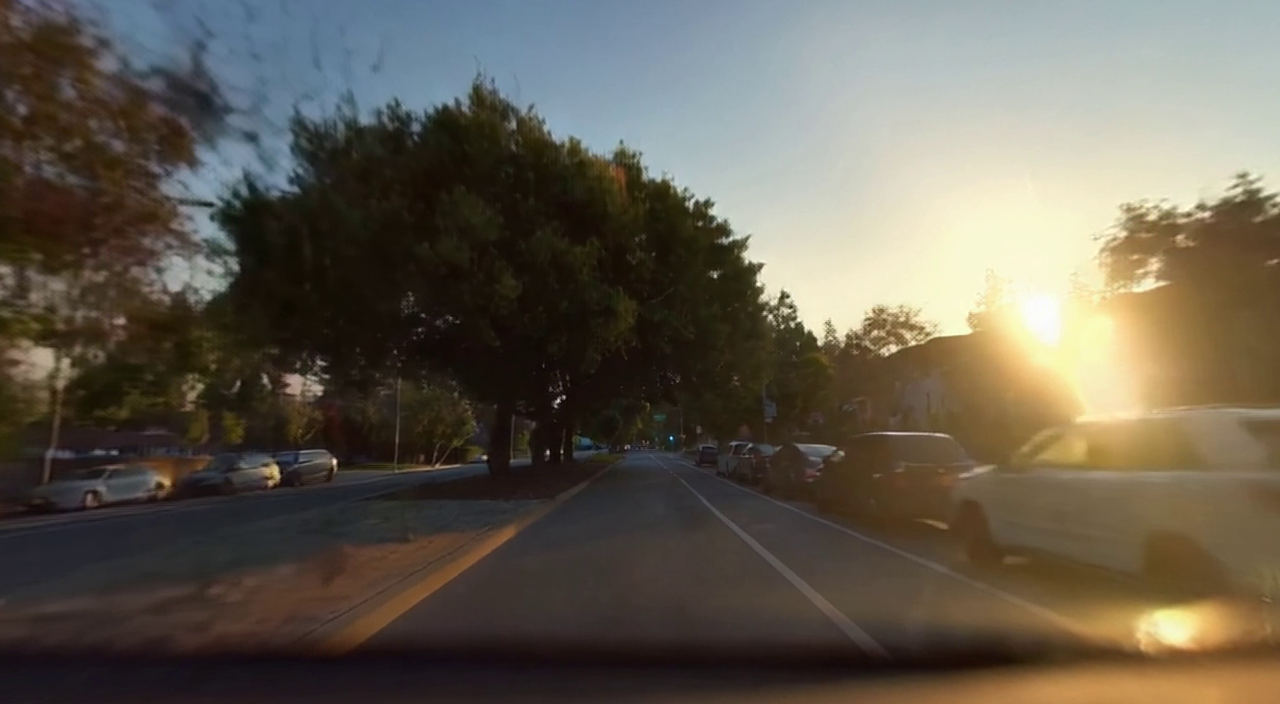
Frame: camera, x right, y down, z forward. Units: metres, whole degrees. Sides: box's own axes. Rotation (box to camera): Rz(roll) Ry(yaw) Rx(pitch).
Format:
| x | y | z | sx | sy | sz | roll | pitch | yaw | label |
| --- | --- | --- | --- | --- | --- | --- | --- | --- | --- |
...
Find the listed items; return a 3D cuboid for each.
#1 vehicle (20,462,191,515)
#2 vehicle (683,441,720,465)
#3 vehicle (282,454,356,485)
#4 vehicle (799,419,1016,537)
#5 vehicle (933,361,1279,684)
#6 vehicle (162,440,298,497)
| x | y | z | sx | sy | sz | roll | pitch | yaw | label |
| --- | --- | --- | --- | --- | --- | --- | --- | --- | --- |
| -17.788 | 4.530 | 21.382 | 1.921 | 1.480 | 4.392 | 0 | -9 | 0 | vehicle |
| 4.463 | 7.432 | 46.602 | 2.154 | 1.718 | 4.980 | 0 | -9 | -1 | vehicle |
| -17.770 | 6.508 | 35.236 | 1.871 | 1.596 | 4.114 | -1 | -9 | 2 | vehicle |
| 4.468 | 2.175 | 11.514 | 1.889 | 1.697 | 4.557 | 0 | -9 | -1 | vehicle |
| 4.514 | 1.205 | 5.225 | 1.926 | 1.778 | 4.568 | 0 | -9 | 0 | vehicle |
| -17.819 | 5.068 | 27.936 | 2.360 | 2.225 | 5.385 | 0 | -9 | 0 | vehicle |
